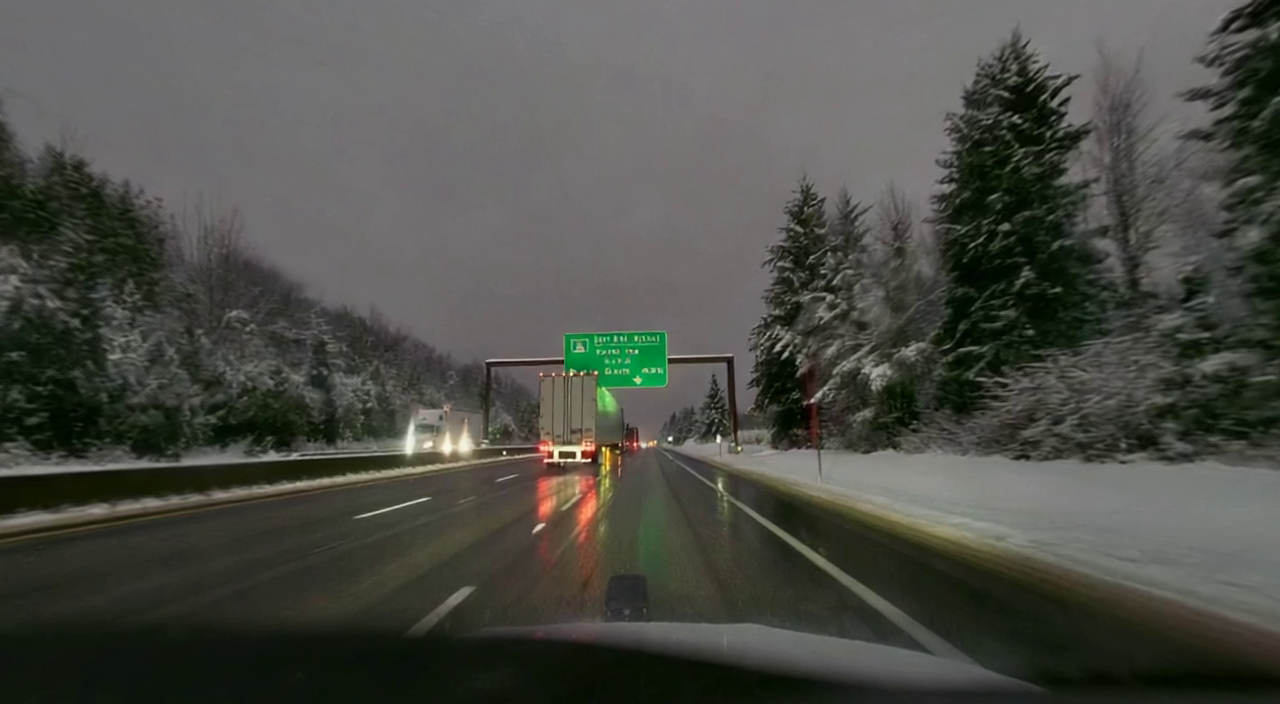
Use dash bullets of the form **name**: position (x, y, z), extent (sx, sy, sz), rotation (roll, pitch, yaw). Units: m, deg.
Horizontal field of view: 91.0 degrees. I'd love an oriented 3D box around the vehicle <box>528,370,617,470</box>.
- **vehicle**: position (-3.024, 3.781, 32.779), extent (2.947, 4.051, 14.256), rotation (1, -8, 0)
